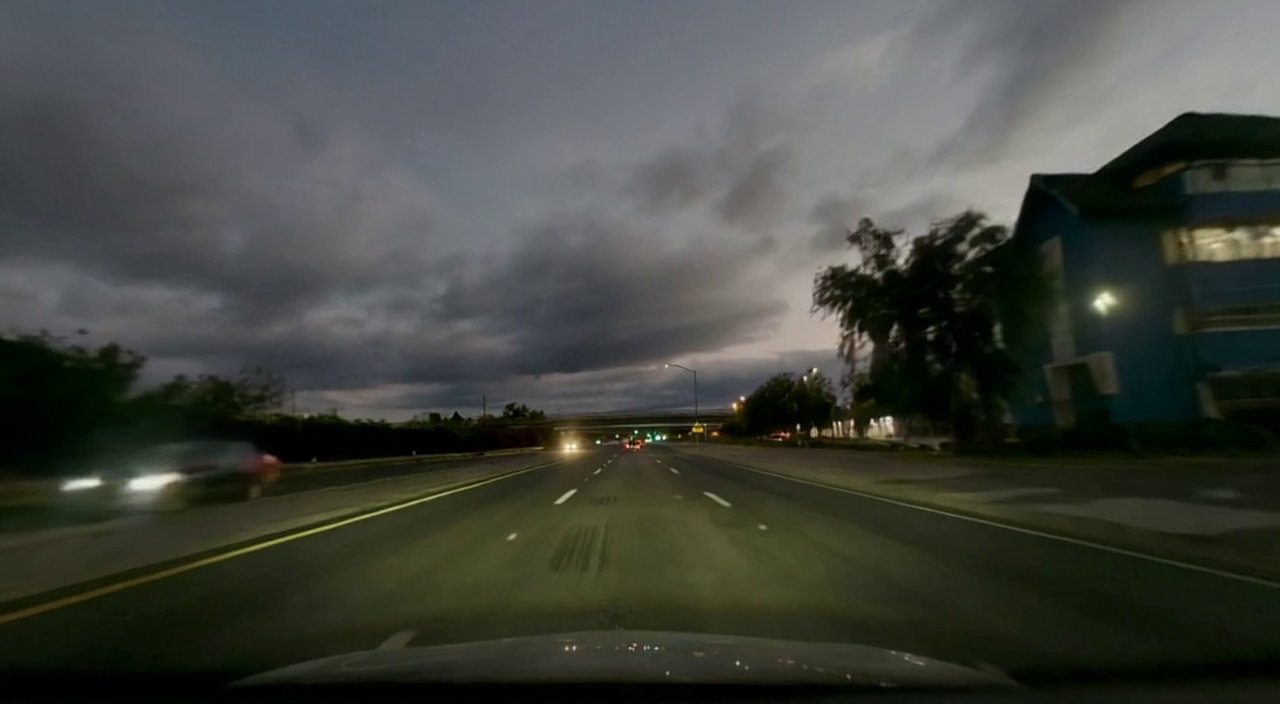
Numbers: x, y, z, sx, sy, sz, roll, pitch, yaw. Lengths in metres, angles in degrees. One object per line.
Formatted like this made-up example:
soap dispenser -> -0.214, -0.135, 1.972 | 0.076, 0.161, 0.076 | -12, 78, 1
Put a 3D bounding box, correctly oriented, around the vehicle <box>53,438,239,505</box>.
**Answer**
vehicle -> -14.216, 3.416, 18.546 | 1.944, 1.690, 4.429 | -1, -8, -1
